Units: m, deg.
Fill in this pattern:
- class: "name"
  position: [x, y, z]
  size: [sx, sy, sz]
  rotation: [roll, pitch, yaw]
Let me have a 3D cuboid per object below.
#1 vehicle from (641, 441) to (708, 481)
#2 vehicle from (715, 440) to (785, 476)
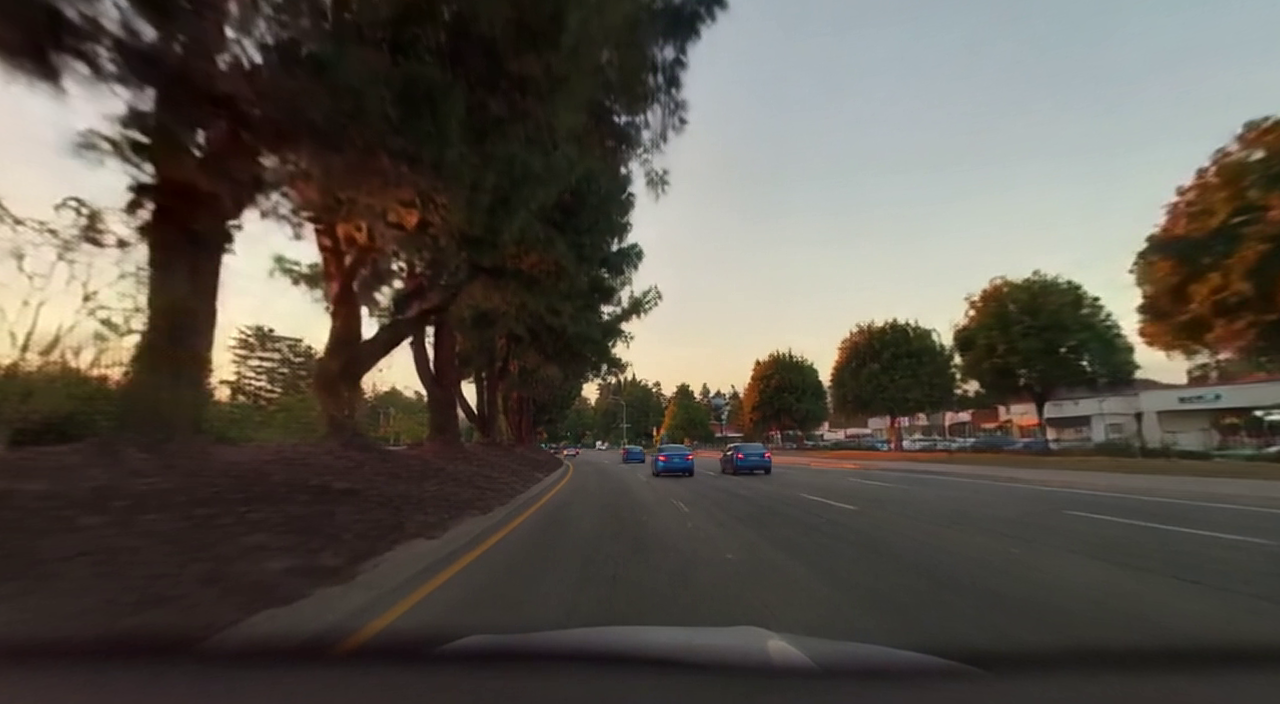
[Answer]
- class: "vehicle"
  position: [1.308, 4.359, 25.573]
  size: [2.077, 1.464, 4.134]
  rotation: [1, -8, -6]
- class: "vehicle"
  position: [4.821, 4.682, 28.138]
  size: [1.901, 1.474, 4.363]
  rotation: [1, -9, -6]
